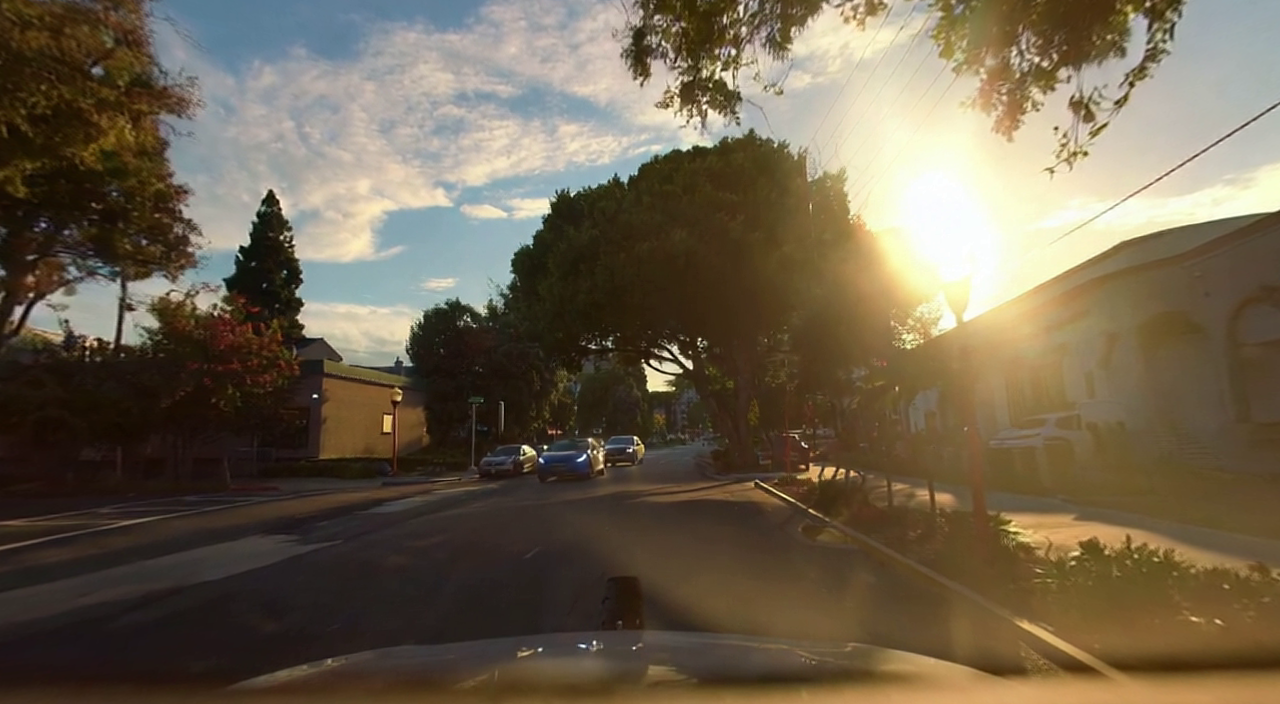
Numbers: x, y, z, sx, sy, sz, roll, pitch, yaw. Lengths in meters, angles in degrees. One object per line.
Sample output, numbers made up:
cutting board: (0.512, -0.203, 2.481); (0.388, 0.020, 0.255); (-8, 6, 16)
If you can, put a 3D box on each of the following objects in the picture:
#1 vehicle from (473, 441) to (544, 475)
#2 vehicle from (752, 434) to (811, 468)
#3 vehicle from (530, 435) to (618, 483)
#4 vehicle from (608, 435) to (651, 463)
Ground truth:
vehicle: (-6.071, 4.970, 29.770); (1.968, 1.443, 4.358); (-1, -9, 6)
vehicle: (6.690, 4.733, 30.380); (1.918, 1.461, 4.419); (0, -8, 1)
vehicle: (-2.192, 3.757, 22.494); (2.056, 1.508, 4.596); (-1, -9, 8)
vehicle: (-0.604, 6.201, 40.320); (2.110, 1.651, 4.410); (-1, -9, 7)
